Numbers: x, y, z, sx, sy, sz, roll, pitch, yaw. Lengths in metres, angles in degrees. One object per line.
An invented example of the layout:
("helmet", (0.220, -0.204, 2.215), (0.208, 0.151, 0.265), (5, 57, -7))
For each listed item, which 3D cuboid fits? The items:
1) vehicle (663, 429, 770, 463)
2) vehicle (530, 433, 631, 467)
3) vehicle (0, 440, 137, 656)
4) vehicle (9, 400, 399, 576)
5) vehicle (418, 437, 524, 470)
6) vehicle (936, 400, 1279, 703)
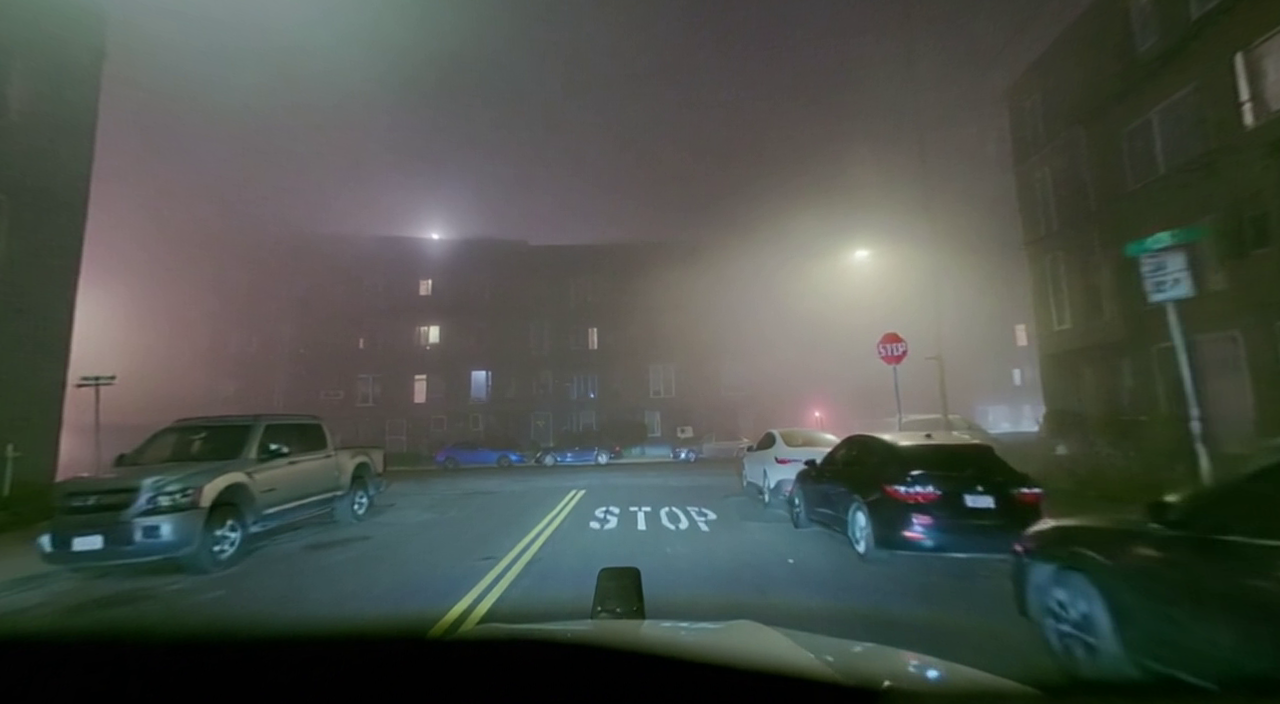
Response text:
("vehicle", (3.499, 4.383, 29.493), (4.681, 1.480, 1.817), (0, -8, -3))
("vehicle", (-2.707, 4.522, 29.267), (4.489, 1.470, 1.776), (1, -8, -4))
("vehicle", (-5.550, 1.227, 3.342), (2.129, 1.505, 4.510), (0, -8, -1))
("vehicle", (-5.943, 1.916, 10.030), (2.208, 1.903, 6.040), (0, -8, -4))
("vehicle", (-7.637, 4.629, 28.922), (4.423, 1.449, 1.813), (1, -8, -5))
("vehicle", (3.195, 0.943, 2.371), (1.919, 1.490, 4.339), (0, -8, -2))
